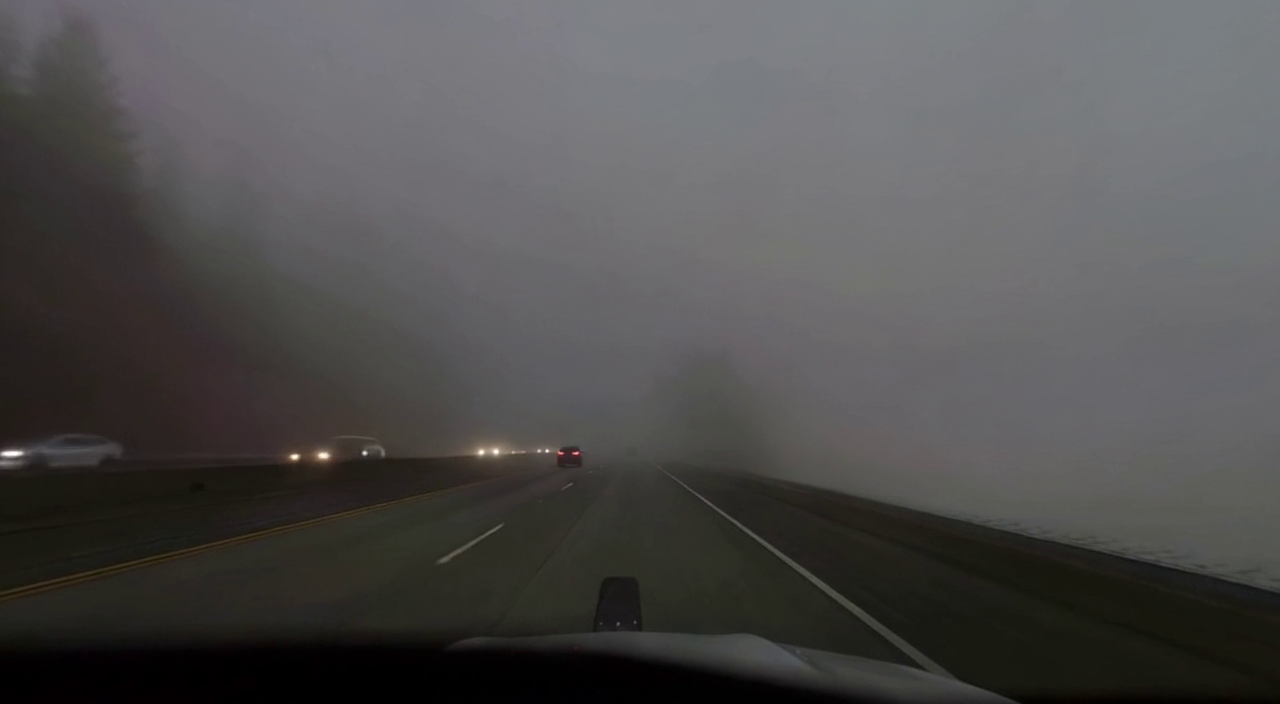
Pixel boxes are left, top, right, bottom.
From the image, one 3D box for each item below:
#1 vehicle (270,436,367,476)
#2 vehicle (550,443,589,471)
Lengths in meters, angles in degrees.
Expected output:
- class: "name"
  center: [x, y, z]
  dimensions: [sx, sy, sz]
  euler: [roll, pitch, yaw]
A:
- class: "vehicle"
  center: [-12.981, 4.220, 25.602]
  dimensions: [1.842, 1.495, 3.909]
  euler: [0, -9, 0]
- class: "vehicle"
  center: [-4.499, 6.810, 40.723]
  dimensions: [2.098, 1.692, 4.038]
  euler: [0, -9, -1]
